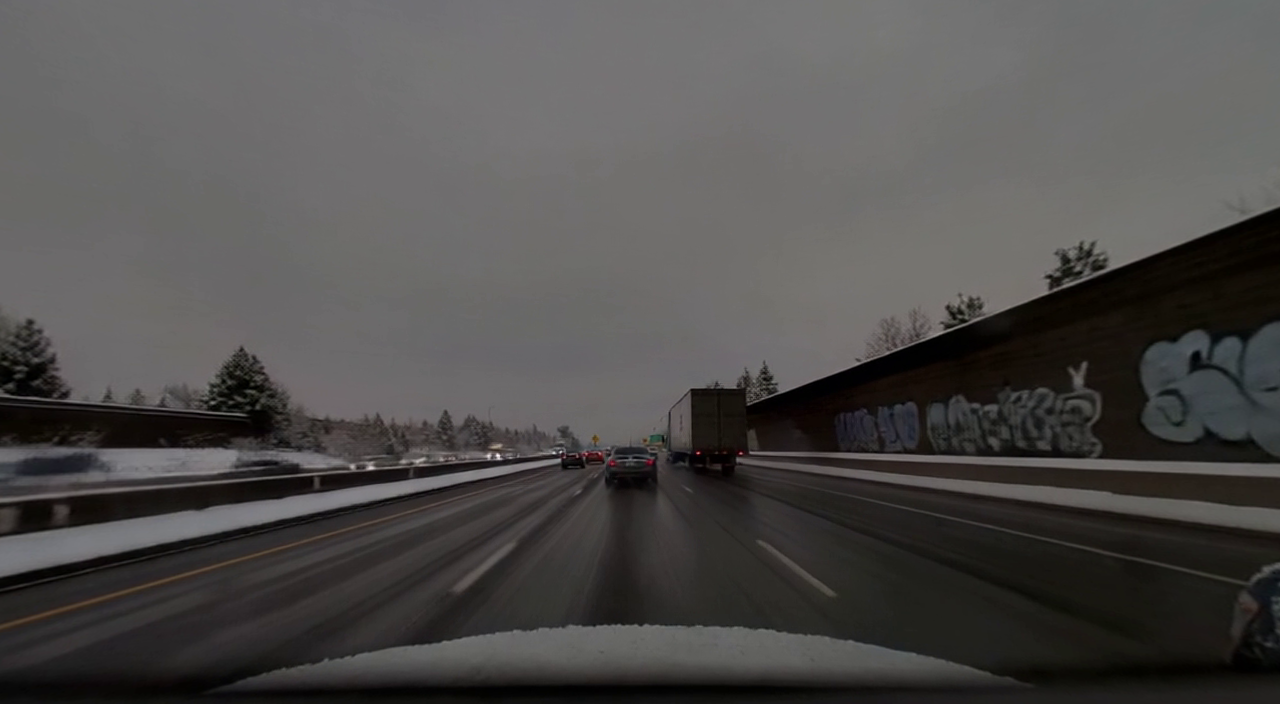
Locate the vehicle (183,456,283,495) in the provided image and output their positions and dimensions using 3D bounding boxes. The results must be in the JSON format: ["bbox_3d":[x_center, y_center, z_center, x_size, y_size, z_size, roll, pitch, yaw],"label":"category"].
[{"bbox_3d":[-17.200,5.222,26.811,1.704,1.435,3.861,0,-8,0],"label":"vehicle"}]

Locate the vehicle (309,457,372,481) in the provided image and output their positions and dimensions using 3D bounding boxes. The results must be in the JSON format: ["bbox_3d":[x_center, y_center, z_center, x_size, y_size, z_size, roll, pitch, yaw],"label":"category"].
[{"bbox_3d":[-21.013,8.211,44.346,2.070,1.453,4.840,0,-9,-1],"label":"vehicle"}]

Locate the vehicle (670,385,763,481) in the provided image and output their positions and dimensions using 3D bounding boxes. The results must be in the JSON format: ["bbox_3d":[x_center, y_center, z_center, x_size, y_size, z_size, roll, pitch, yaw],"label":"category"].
[{"bbox_3d":[3.560,4.467,33.677,2.902,4.014,14.446,0,-9,-1],"label":"vehicle"}]

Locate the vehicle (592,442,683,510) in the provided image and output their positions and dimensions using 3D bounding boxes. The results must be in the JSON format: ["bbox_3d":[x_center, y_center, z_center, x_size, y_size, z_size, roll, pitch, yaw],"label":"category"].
[{"bbox_3d":[-0.114,3.092,16.175,2.033,1.468,4.015,0,-9,-1],"label":"vehicle"}]

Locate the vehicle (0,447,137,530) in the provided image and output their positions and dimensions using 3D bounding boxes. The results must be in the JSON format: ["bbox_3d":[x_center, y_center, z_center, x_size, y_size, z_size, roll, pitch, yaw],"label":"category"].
[{"bbox_3d":[-12.469,2.580,12.079,1.927,1.477,4.508,0,-9,-1],"label":"vehicle"}]

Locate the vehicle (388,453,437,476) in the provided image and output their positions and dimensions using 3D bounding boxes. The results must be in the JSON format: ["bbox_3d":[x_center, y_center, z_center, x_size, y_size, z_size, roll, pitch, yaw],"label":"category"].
[{"bbox_3d":[-15.658,7.760,43.493,1.908,1.458,4.057,0,-9,-1],"label":"vehicle"}]

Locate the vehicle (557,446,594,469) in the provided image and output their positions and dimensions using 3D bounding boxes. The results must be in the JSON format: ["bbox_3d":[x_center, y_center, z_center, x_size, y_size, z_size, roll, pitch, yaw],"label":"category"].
[{"bbox_3d":[-4.355,7.204,42.991,2.067,1.481,4.085,-1,-9,1],"label":"vehicle"}]

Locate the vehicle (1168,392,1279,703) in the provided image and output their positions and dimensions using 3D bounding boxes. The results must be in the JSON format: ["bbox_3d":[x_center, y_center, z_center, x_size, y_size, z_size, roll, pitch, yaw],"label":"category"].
[{"bbox_3d":[3.424,0.602,0.406,1.996,1.497,4.754,0,-9,-1],"label":"vehicle"}]
